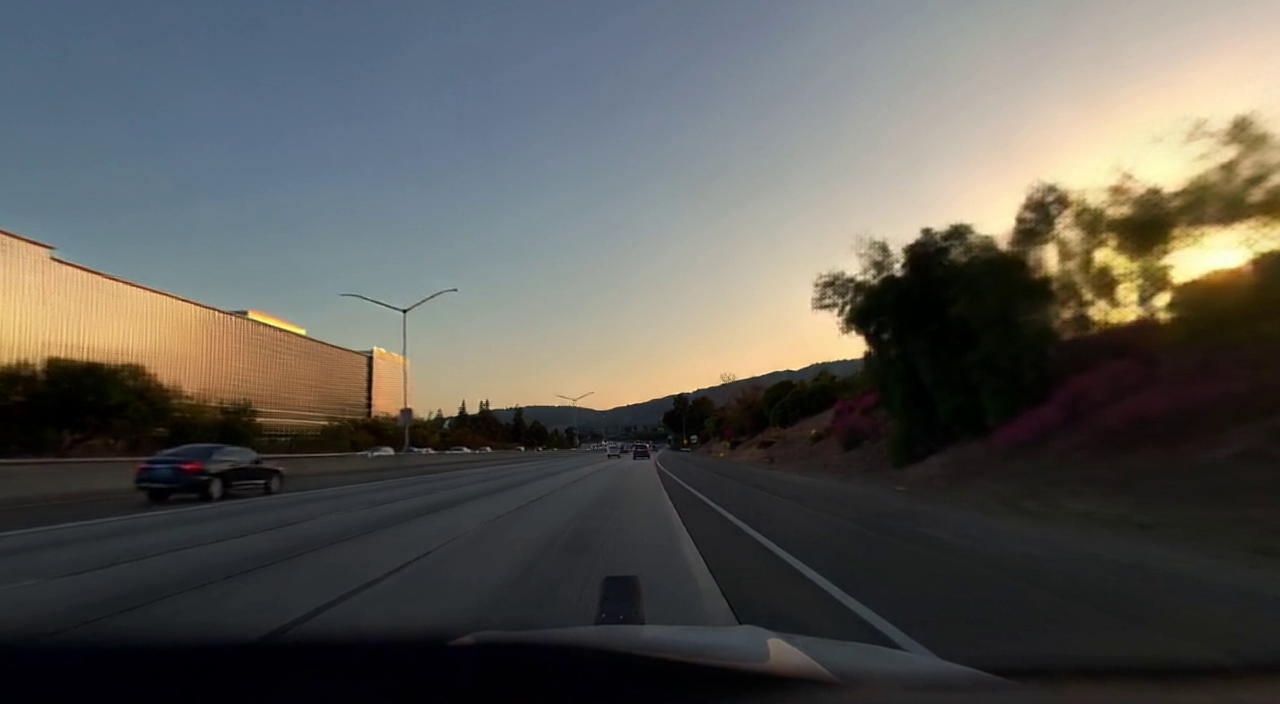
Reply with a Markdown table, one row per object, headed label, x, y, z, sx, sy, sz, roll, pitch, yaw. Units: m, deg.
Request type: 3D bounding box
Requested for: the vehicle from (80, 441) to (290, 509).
| label | x | y | z | sx | sy | sz | roll | pitch | yaw |
| --- | --- | --- | --- | --- | --- | --- | --- | --- | --- |
| vehicle | -11.115 | 2.997 | 15.948 | 1.914 | 1.440 | 4.467 | 0 | -8 | 1 |
